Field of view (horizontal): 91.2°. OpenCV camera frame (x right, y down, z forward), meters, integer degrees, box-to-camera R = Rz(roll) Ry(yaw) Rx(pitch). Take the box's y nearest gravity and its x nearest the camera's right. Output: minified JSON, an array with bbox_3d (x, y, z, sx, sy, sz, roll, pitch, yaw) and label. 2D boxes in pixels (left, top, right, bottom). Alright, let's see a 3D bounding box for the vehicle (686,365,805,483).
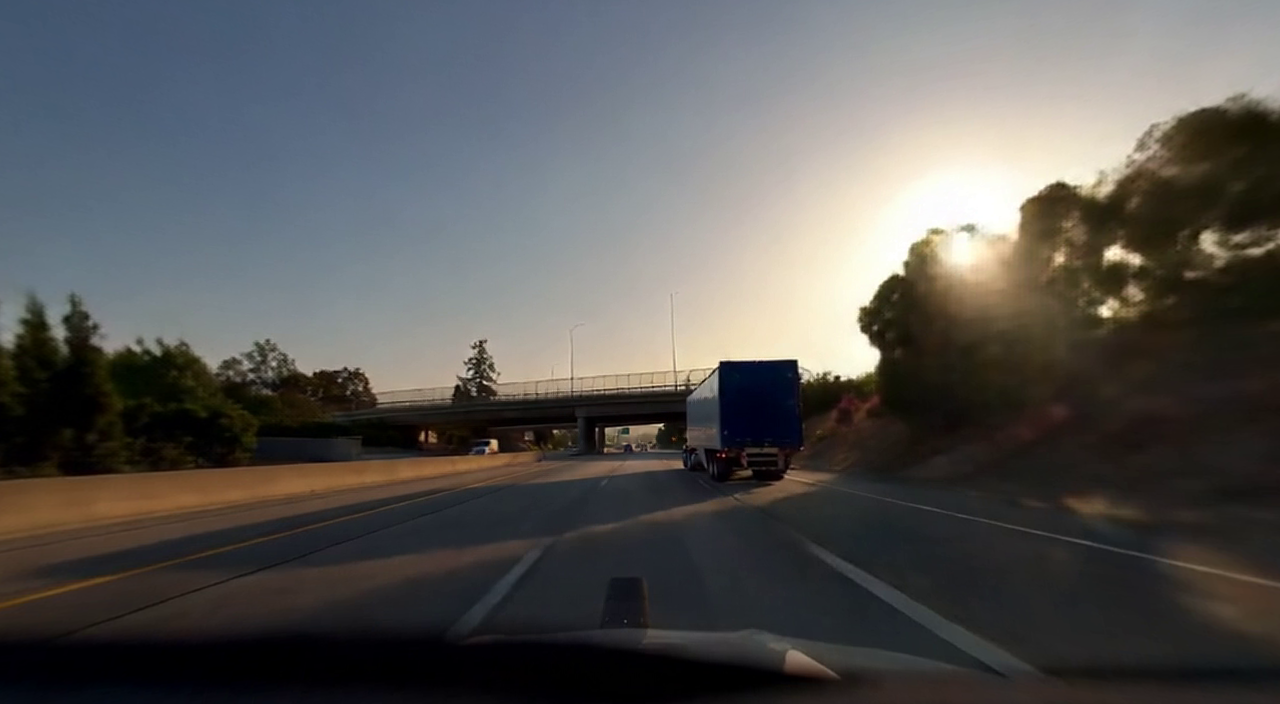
[{"bbox_3d":[4.149,3.527,28.913,2.933,4.100,14.317,0,-8,0],"label":"vehicle"}]
